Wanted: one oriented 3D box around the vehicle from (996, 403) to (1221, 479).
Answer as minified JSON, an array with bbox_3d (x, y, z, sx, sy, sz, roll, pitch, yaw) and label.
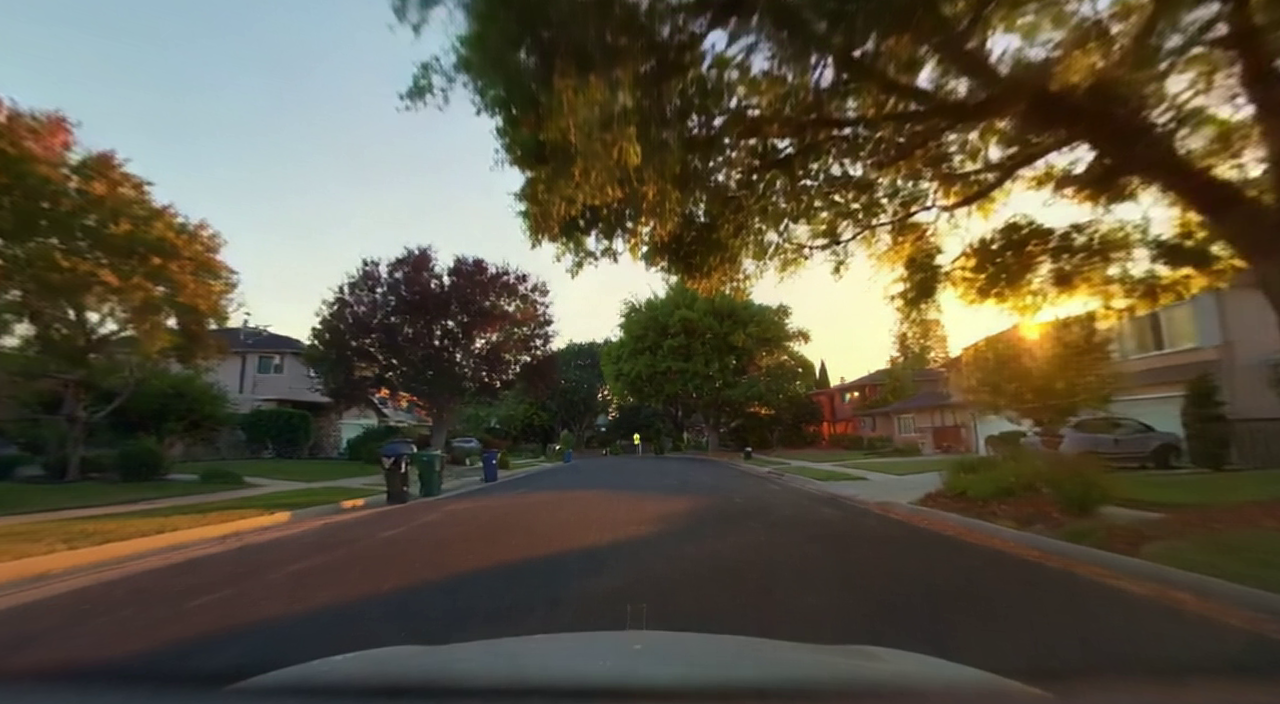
[{"bbox_3d":[12.376,2.391,16.838,4.581,1.853,2.024,2,-8,-7],"label":"vehicle"}]
